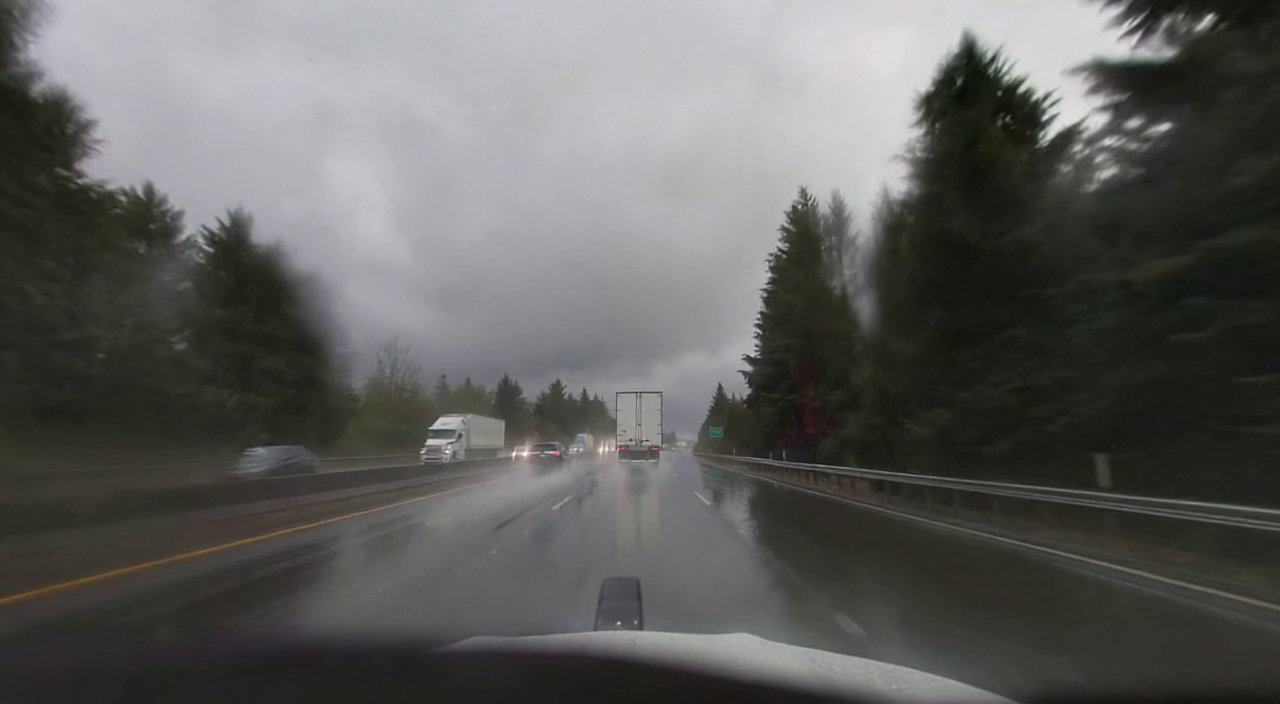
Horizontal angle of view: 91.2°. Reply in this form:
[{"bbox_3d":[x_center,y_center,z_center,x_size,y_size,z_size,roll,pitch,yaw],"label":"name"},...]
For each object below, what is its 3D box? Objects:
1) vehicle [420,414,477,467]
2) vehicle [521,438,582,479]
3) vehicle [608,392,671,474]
[{"bbox_3d":[-14.591,6.792,48.044,2.869,3.906,3.898,0,-9,2],"label":"vehicle"},{"bbox_3d":[-3.885,4.756,28.155,2.112,1.645,4.129,0,-9,0],"label":"vehicle"},{"bbox_3d":[-0.034,4.847,36.673,3.100,4.091,10.664,0,-9,0],"label":"vehicle"}]
